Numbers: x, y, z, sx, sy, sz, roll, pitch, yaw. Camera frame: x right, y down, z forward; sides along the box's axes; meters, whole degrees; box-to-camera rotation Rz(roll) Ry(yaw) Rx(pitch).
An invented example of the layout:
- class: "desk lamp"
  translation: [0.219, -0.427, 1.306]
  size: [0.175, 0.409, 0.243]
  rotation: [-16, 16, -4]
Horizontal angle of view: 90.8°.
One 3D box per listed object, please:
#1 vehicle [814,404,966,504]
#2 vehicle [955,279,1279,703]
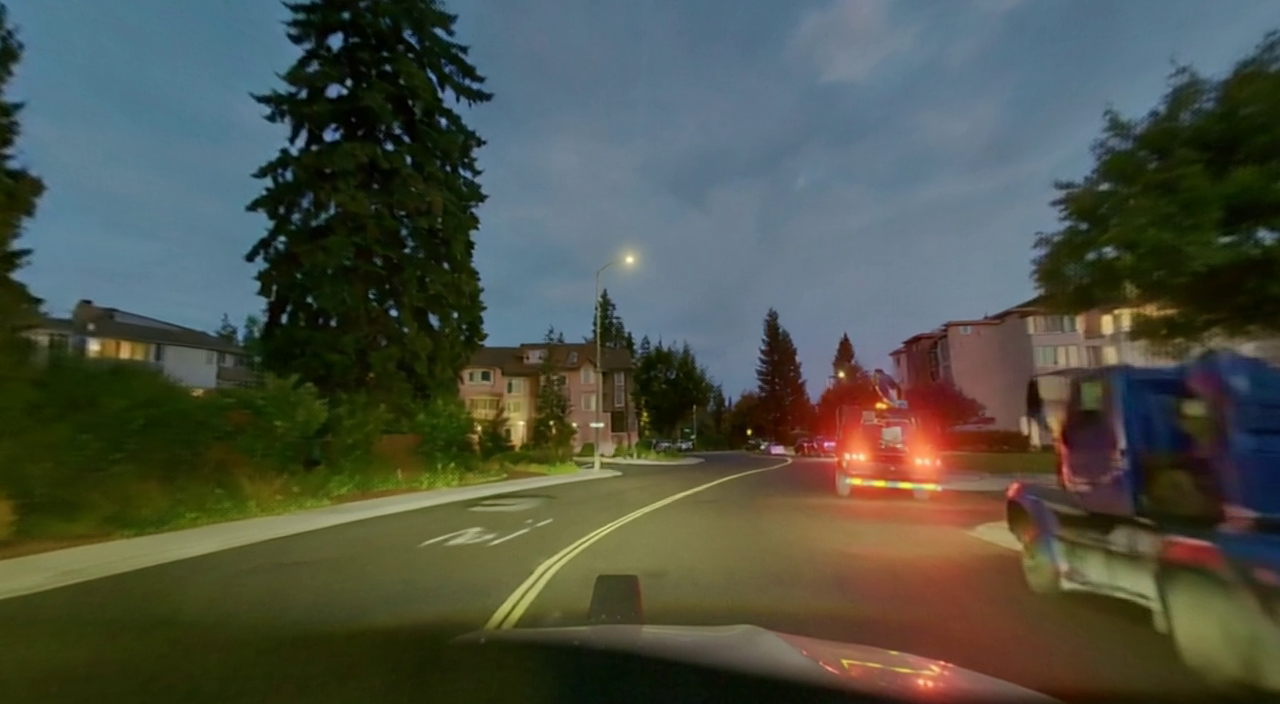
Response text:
- class: "vehicle"
  translation: [6.411, 2.681, 16.843]
  size: [2.874, 2.021, 7.293]
  rotation: [-4, -9, 18]
- class: "vehicle"
  translation: [4.059, 0.957, 4.511]
  size: [2.043, 2.250, 3.024]
  rotation: [-1, -9, 3]
